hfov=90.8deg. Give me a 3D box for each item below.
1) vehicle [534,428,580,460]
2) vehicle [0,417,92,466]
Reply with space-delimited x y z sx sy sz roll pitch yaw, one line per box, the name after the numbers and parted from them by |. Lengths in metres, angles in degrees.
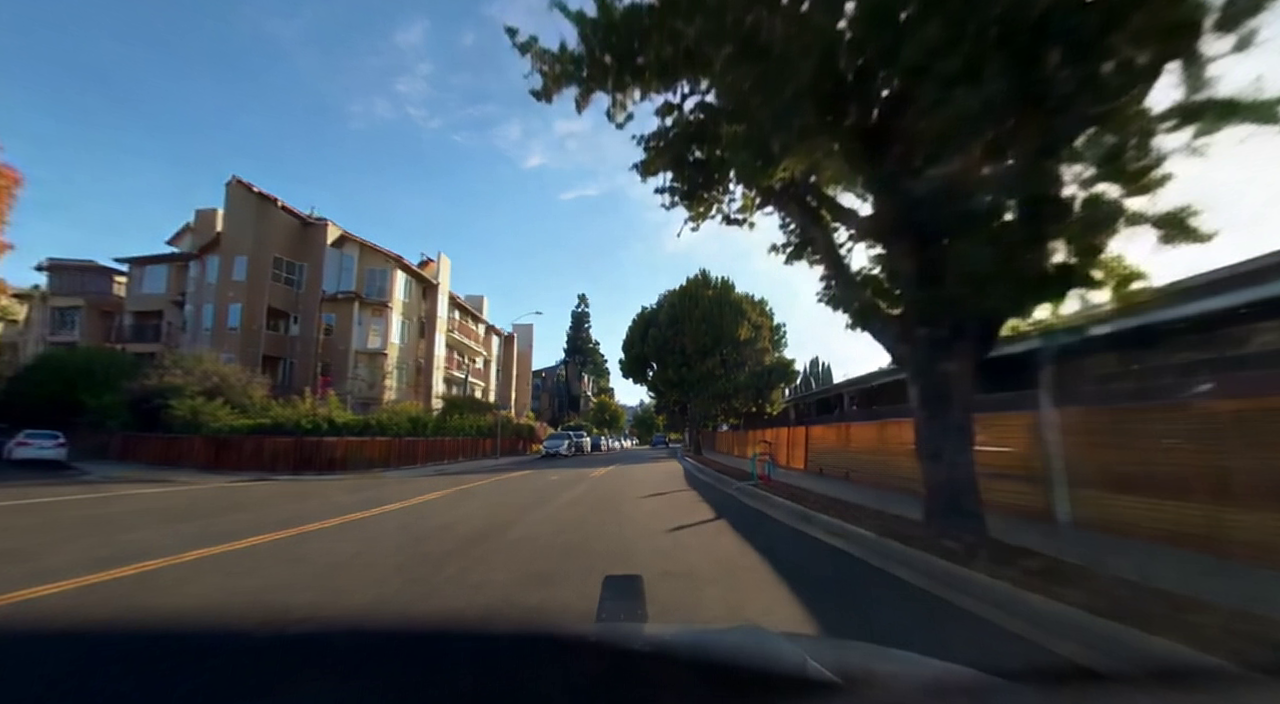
-5.707 6.434 44.094 2.192 1.965 4.917 2 -8 3 | vehicle
-24.893 3.642 25.687 5.078 1.794 2.210 -5 -10 30 | vehicle
